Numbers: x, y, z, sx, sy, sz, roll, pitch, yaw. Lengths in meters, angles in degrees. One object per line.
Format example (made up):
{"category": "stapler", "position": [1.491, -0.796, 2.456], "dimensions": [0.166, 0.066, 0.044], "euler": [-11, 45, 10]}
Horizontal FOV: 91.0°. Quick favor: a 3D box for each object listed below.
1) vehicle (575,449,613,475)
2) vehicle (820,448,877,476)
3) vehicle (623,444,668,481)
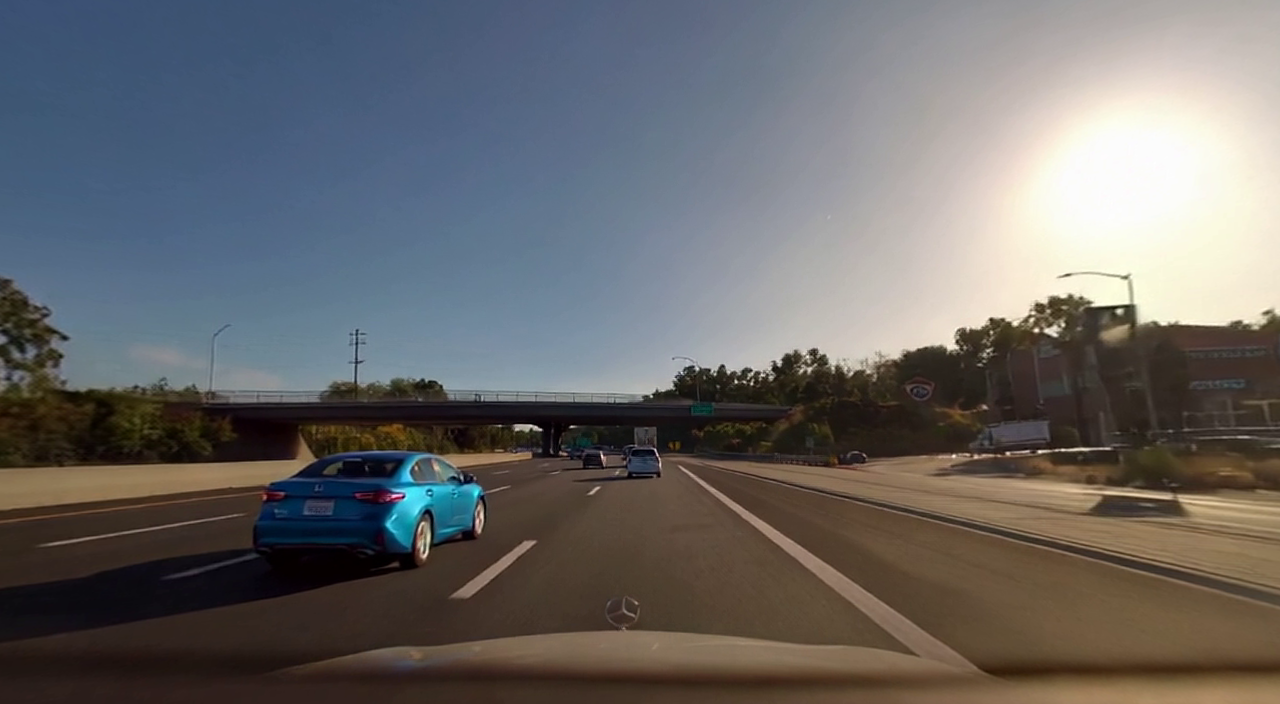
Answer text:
{"category": "vehicle", "position": [-2.993, 7.260, 41.786], "dimensions": [2.071, 1.553, 4.388], "euler": [0, -9, 2]}
{"category": "vehicle", "position": [13.939, 7.345, 42.419], "dimensions": [2.246, 1.760, 4.640], "euler": [0, -9, 0]}
{"category": "vehicle", "position": [0.296, 5.481, 31.419], "dimensions": [2.102, 1.692, 4.057], "euler": [0, -9, 2]}
